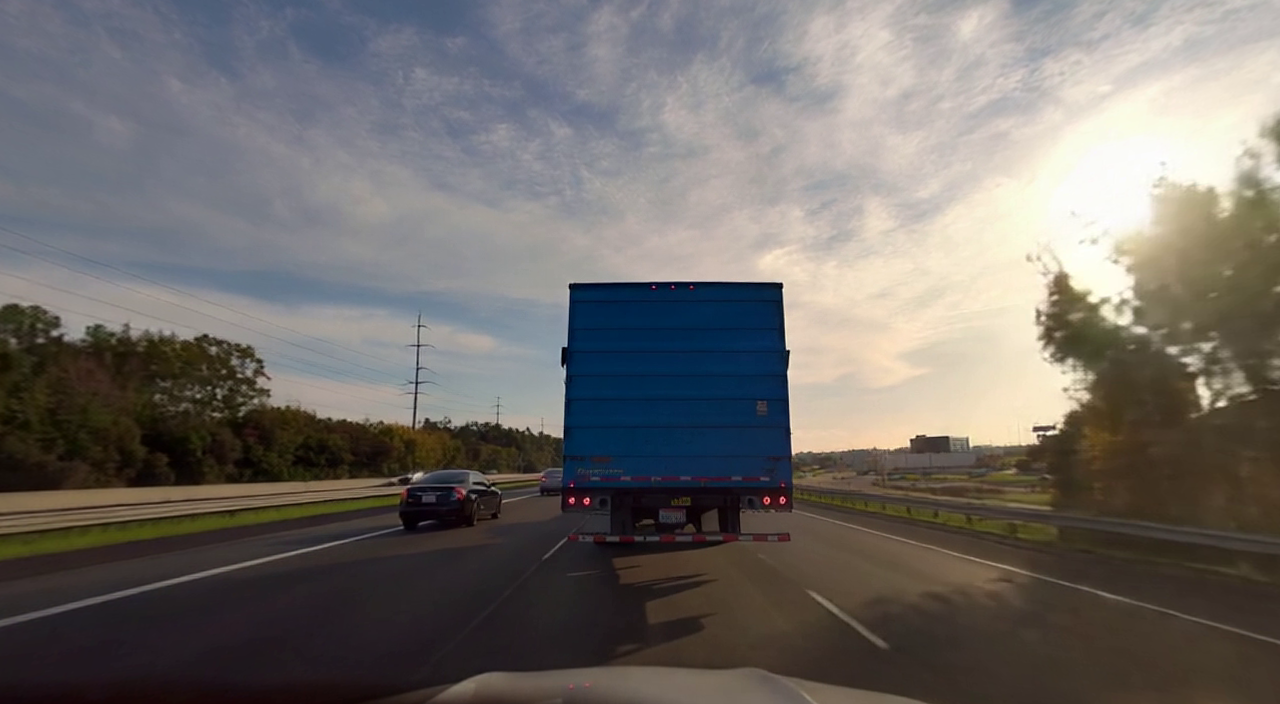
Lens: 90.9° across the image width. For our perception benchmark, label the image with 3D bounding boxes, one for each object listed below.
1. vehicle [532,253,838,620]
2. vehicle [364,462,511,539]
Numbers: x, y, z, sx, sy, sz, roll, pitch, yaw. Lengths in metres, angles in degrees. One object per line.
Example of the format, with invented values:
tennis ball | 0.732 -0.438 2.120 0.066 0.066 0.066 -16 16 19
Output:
vehicle | 0.607 1.525 10.430 2.831 3.529 8.689 0 -11 3
vehicle | -4.444 3.342 14.644 1.891 1.469 4.431 1 -11 0
